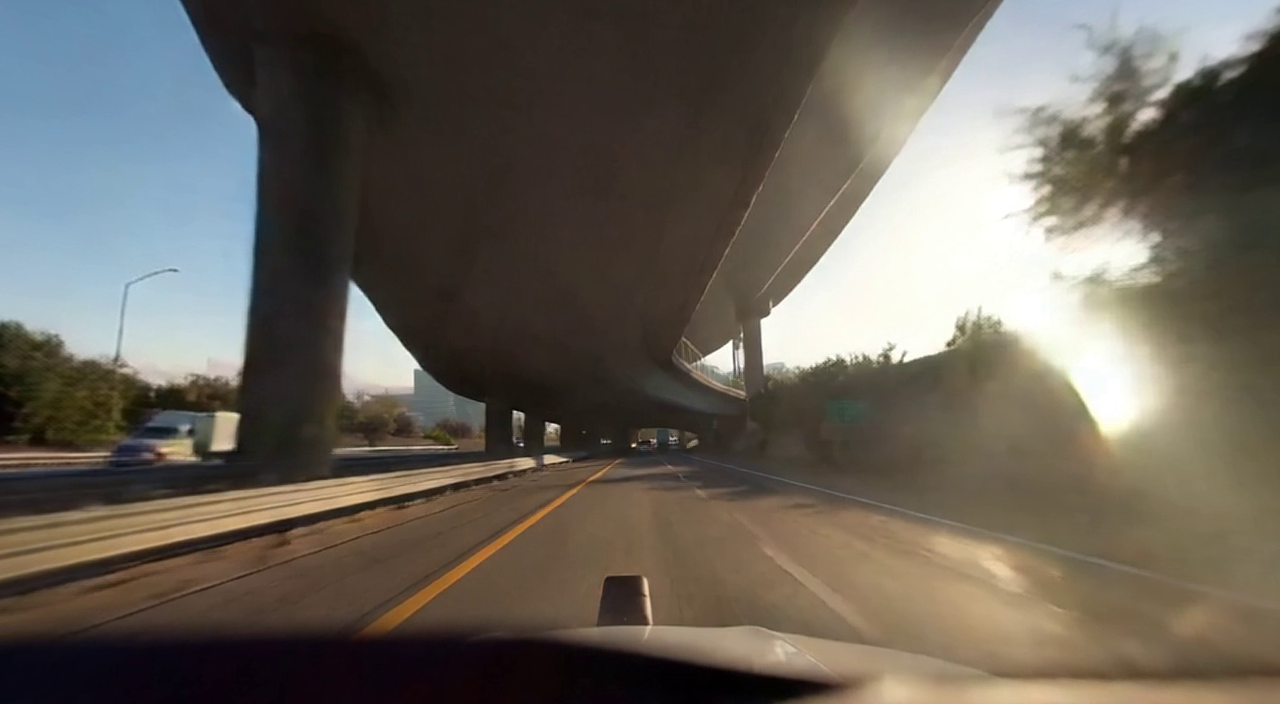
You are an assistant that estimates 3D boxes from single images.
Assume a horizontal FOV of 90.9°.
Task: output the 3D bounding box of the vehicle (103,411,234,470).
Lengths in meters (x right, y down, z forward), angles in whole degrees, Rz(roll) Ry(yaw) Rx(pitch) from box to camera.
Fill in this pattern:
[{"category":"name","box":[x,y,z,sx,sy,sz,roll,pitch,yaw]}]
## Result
[{"category":"vehicle","box":[-32.677,6.229,44.258,2.995,3.749,7.908,0,-8,0]}]
